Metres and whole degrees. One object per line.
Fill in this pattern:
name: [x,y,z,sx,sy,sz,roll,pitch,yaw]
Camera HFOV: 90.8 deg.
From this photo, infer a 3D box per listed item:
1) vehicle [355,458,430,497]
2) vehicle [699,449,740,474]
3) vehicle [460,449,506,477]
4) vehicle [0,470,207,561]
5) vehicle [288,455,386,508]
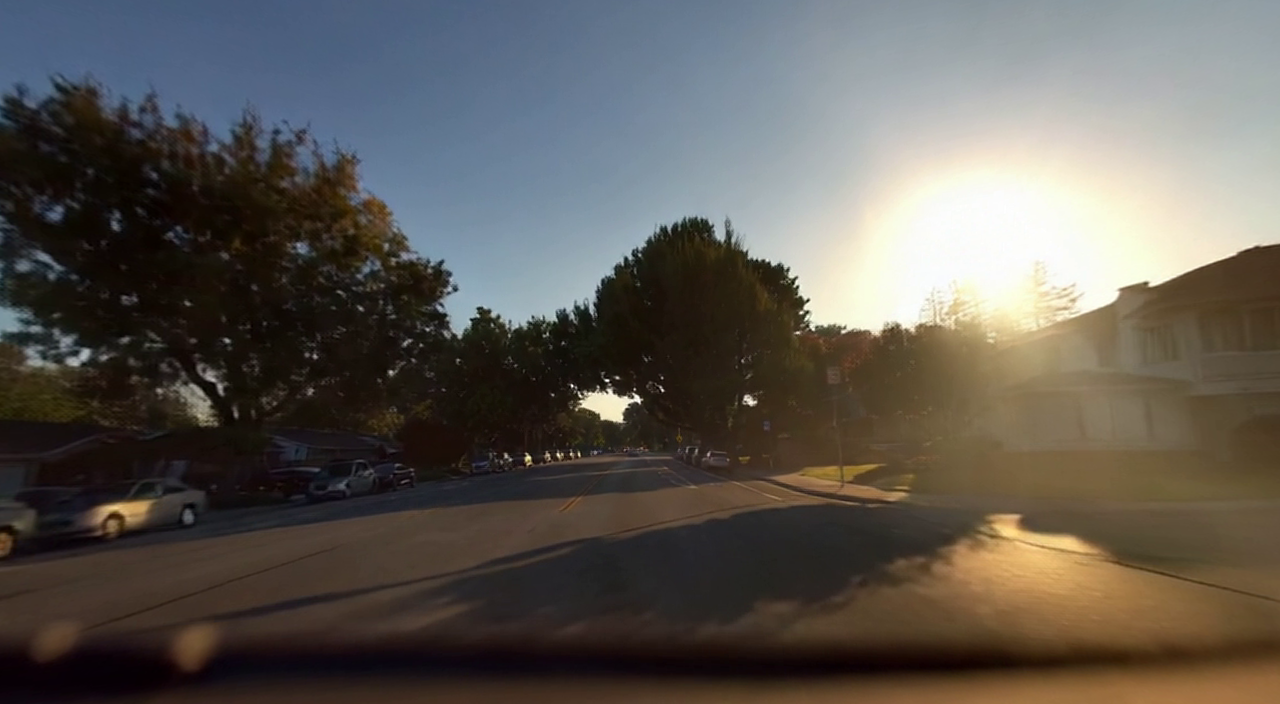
vehicle: [-12.165,6.175,31.375,1.872,1.472,4.719,-7,-9,-1]
vehicle: [5.041,6.973,40.566,1.923,1.454,4.460,0,-9,-2]
vehicle: [-12.146,8.652,49.238,2.156,1.935,5.464,-3,-10,0]
vehicle: [-12.382,3.620,14.478,1.795,1.472,4.601,-6,-9,-2]
vehicle: [-12.588,5.347,26.538,1.988,1.741,4.379,-6,-9,-1]
